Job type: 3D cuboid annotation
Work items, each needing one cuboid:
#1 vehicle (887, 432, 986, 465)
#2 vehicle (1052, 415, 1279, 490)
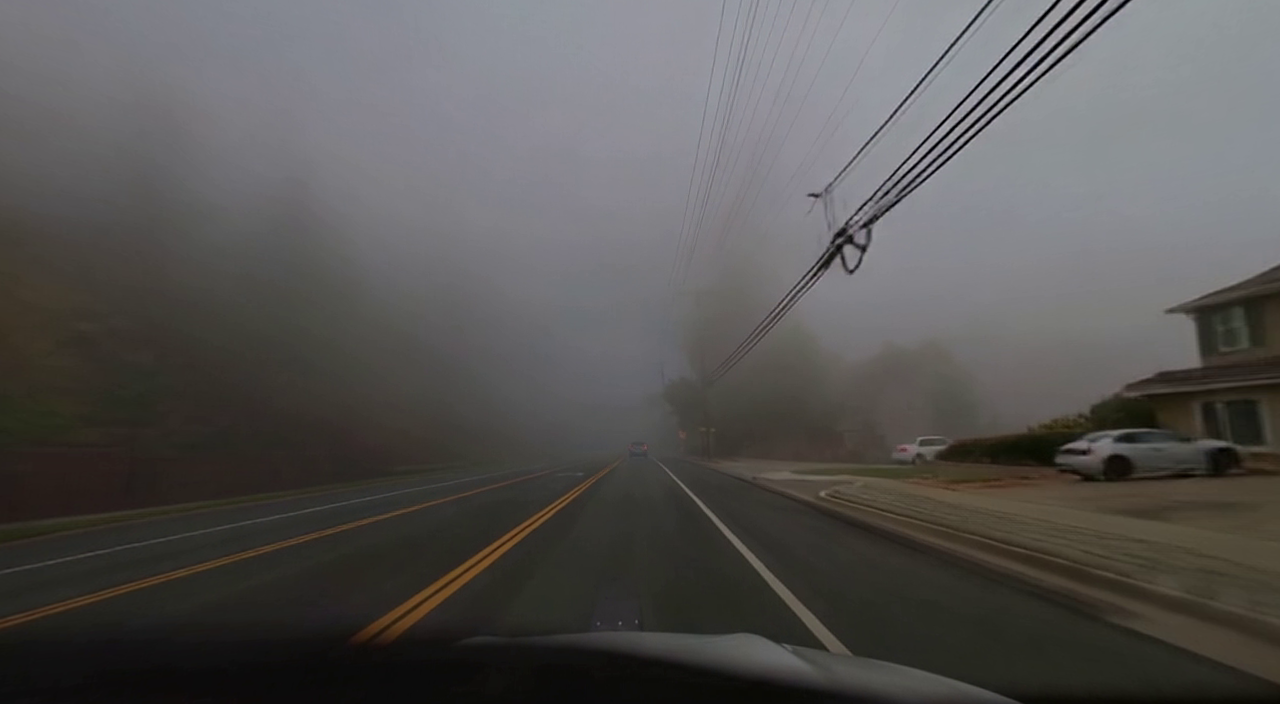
[{"bbox_3d":[14.368,4.692,30.641,3.855,1.548,1.937,0,-9,-4],"label":"vehicle"},{"bbox_3d":[12.310,2.380,15.139,1.846,1.523,4.492,0,-8,2],"label":"vehicle"}]
